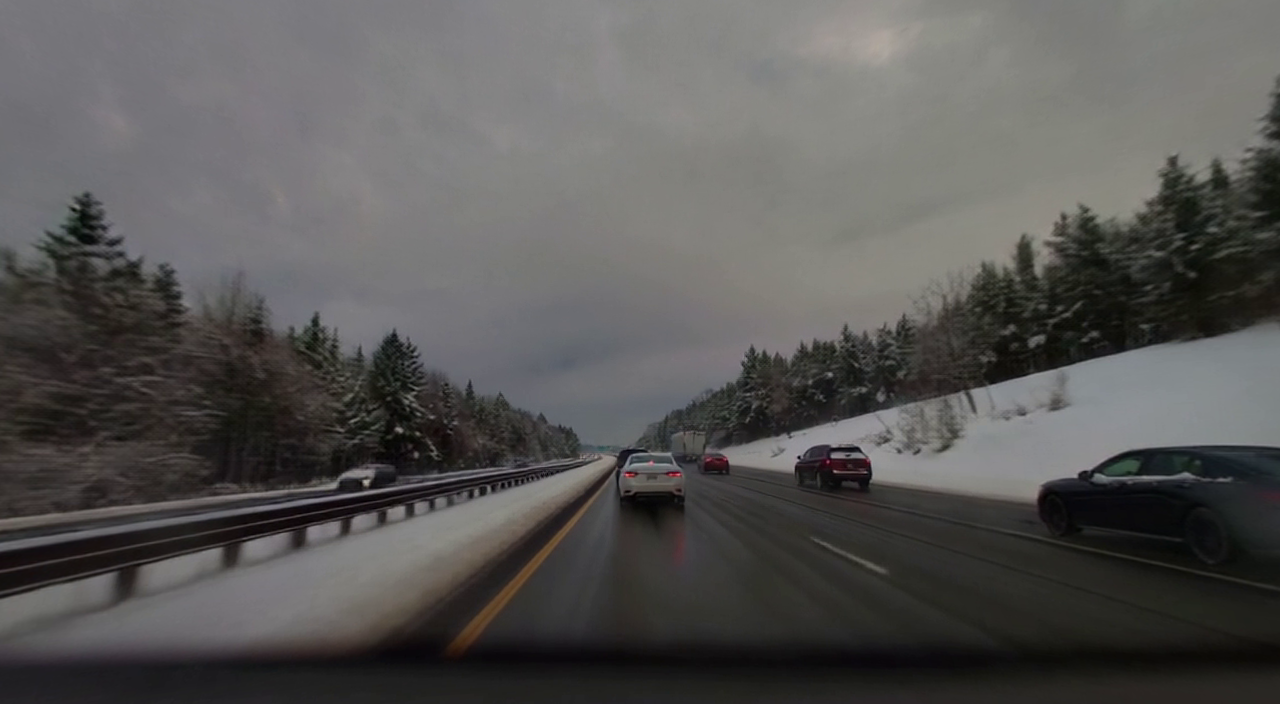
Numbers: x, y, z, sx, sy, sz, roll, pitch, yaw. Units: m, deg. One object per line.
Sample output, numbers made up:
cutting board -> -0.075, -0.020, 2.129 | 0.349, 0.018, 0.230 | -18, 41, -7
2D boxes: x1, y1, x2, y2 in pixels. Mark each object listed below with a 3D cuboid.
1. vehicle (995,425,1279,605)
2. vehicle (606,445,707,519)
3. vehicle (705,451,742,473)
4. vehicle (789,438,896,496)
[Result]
vehicle -> 6.288, 1.670, 7.264 | 1.965, 1.484, 4.090 | 0, -9, 0
vehicle -> 0.296, 2.977, 14.861 | 2.076, 1.485, 3.774 | 0, -9, -1
vehicle -> 5.931, 7.846, 45.105 | 1.921, 1.451, 3.841 | 0, -9, -3
vehicle -> 6.503, 3.748, 20.813 | 1.980, 1.702, 4.235 | 0, -9, -2
